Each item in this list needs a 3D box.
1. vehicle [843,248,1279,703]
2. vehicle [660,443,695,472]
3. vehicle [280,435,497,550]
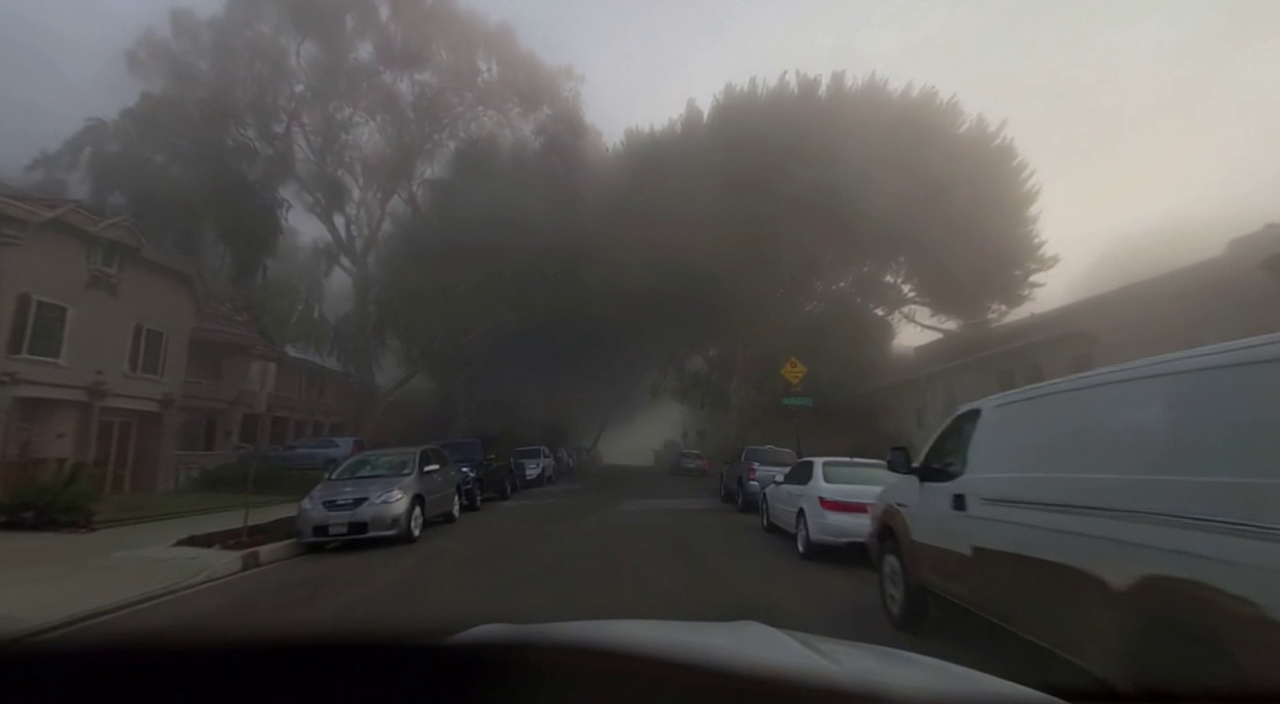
[{"bbox_3d":[3.016,0.938,3.659,1.993,2.129,4.893,-1,-7,0],"label":"vehicle"},{"bbox_3d":[2.849,8.176,49.032,2.191,2.038,4.962,0,-7,-2],"label":"vehicle"},{"bbox_3d":[-4.115,2.324,11.373,1.908,1.493,4.806,4,-8,0],"label":"vehicle"}]
